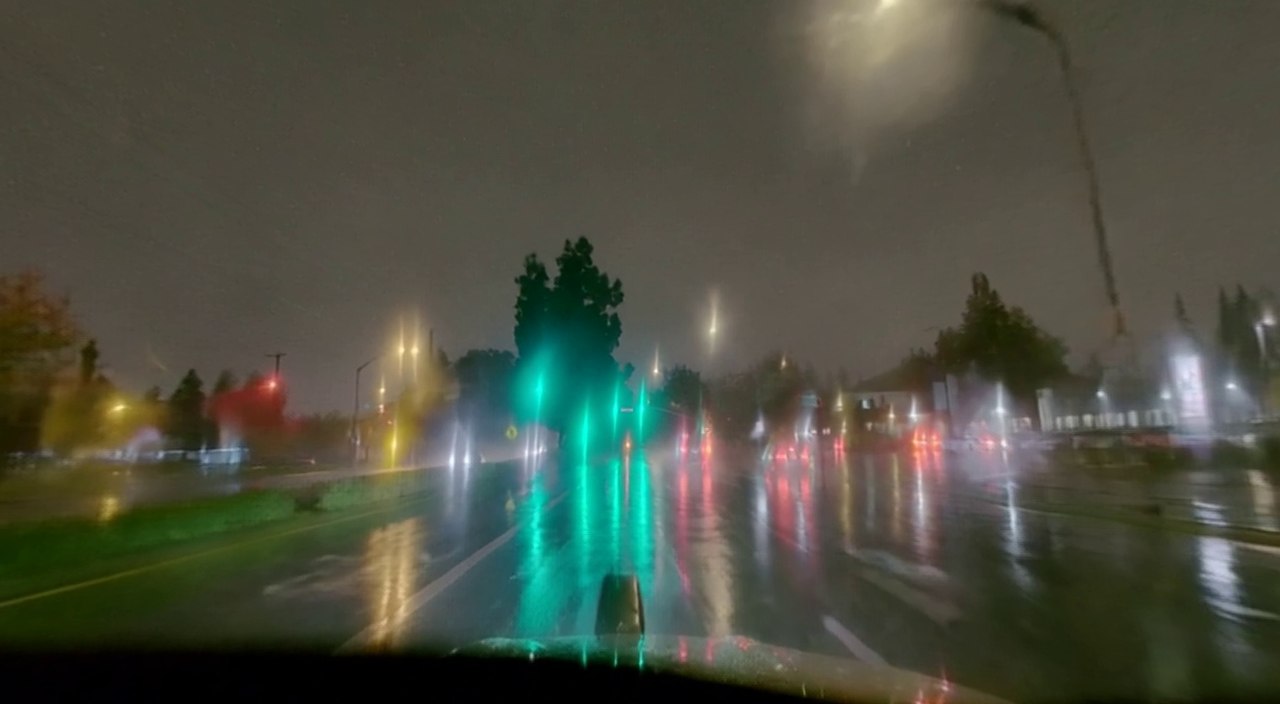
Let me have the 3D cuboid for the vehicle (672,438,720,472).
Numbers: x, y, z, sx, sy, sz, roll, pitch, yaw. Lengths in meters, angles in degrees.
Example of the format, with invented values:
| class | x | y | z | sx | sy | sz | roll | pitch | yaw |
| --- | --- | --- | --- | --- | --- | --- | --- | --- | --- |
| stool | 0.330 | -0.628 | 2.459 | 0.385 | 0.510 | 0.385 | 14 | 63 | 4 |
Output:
| class | x | y | z | sx | sy | sz | roll | pitch | yaw |
| --- | --- | --- | --- | --- | --- | --- | --- | --- | --- |
| vehicle | 3.015 | 5.661 | 34.925 | 2.069 | 1.761 | 4.610 | 0 | -9 | -2 |

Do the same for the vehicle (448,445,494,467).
| class | x | y | z | sx | sy | sz | roll | pitch | yaw |
| --- | --- | --- | --- | --- | --- | --- | --- | --- | --- |
| vehicle | -12.243 | 7.570 | 46.194 | 2.005 | 1.493 | 4.682 | 0 | -9 | 1 |

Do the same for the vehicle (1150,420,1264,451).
| class | x | y | z | sx | sy | sz | roll | pitch | yaw |
| --- | --- | --- | --- | --- | --- | --- | --- | --- | --- |
| vehicle | 34.262 | 5.072 | 38.276 | 4.842 | 1.770 | 2.089 | 0 | -9 | 0 |

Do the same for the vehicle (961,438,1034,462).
| class | x | y | z | sx | sy | sz | roll | pitch | yaw |
| --- | --- | --- | --- | --- | --- | --- | --- | --- | --- |
| vehicle | 22.493 | 6.164 | 39.834 | 3.536 | 1.412 | 1.727 | 0 | -9 | -1 |
